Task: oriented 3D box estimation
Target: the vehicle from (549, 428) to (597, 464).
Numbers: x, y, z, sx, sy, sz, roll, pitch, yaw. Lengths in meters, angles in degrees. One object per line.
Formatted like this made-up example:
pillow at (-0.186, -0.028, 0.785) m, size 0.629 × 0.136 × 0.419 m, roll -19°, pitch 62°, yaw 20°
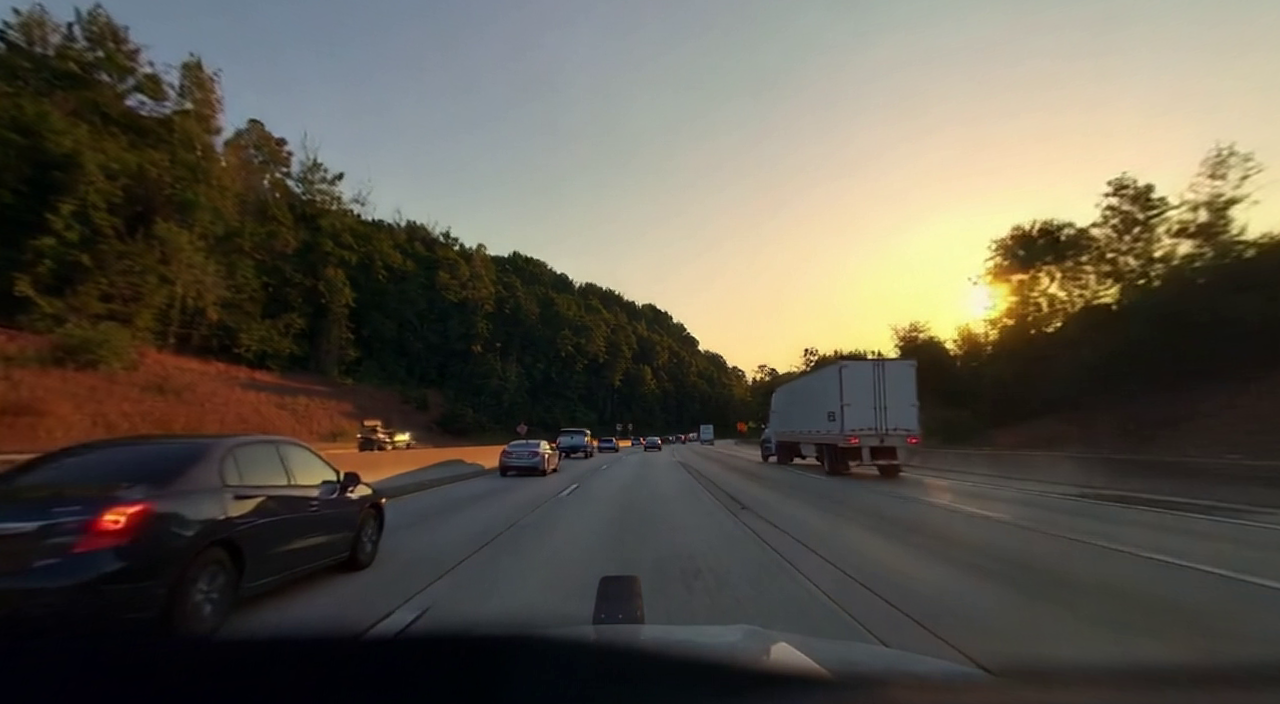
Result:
vehicle at (-3.515, 4.998, 33.727) m, size 2.064 × 1.826 × 4.263 m, roll 0°, pitch -8°, yaw 1°

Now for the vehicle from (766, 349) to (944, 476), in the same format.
vehicle at (8.326, 2.883, 27.400) m, size 2.866 × 4.100 × 14.057 m, roll 0°, pitch -8°, yaw 0°

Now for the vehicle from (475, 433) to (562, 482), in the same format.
vehicle at (-3.951, 3.477, 21.198) m, size 2.013 × 1.460 × 4.027 m, roll 0°, pitch -8°, yaw 1°

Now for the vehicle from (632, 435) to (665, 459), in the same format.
vehicle at (0.544, 6.086, 40.609) m, size 2.004 × 1.465 × 3.842 m, roll 0°, pitch -8°, yaw 0°

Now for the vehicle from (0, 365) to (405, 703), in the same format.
vehicle at (-3.576, 1.135, 4.510) m, size 2.137 × 1.618 × 4.209 m, roll 0°, pitch -8°, yaw 0°
